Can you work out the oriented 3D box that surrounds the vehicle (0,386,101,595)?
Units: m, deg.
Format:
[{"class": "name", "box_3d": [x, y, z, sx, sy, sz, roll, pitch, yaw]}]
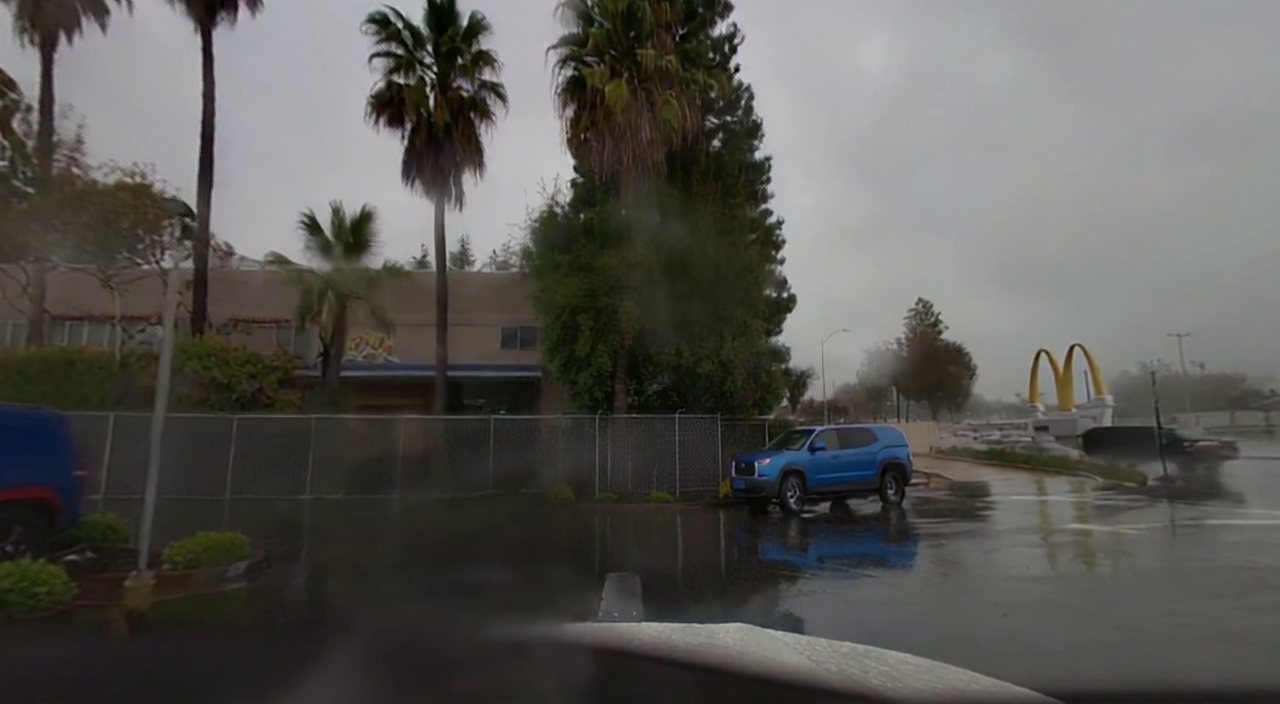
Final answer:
[{"class": "vehicle", "box_3d": [-6.805, 1.078, 4.501, 1.943, 1.890, 4.472, 0, -8, -1]}]

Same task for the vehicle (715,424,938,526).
[{"class": "vehicle", "box_3d": [3.988, 2.447, 13.417, 4.365, 1.791, 2.073, 4, -7, -30]}]
